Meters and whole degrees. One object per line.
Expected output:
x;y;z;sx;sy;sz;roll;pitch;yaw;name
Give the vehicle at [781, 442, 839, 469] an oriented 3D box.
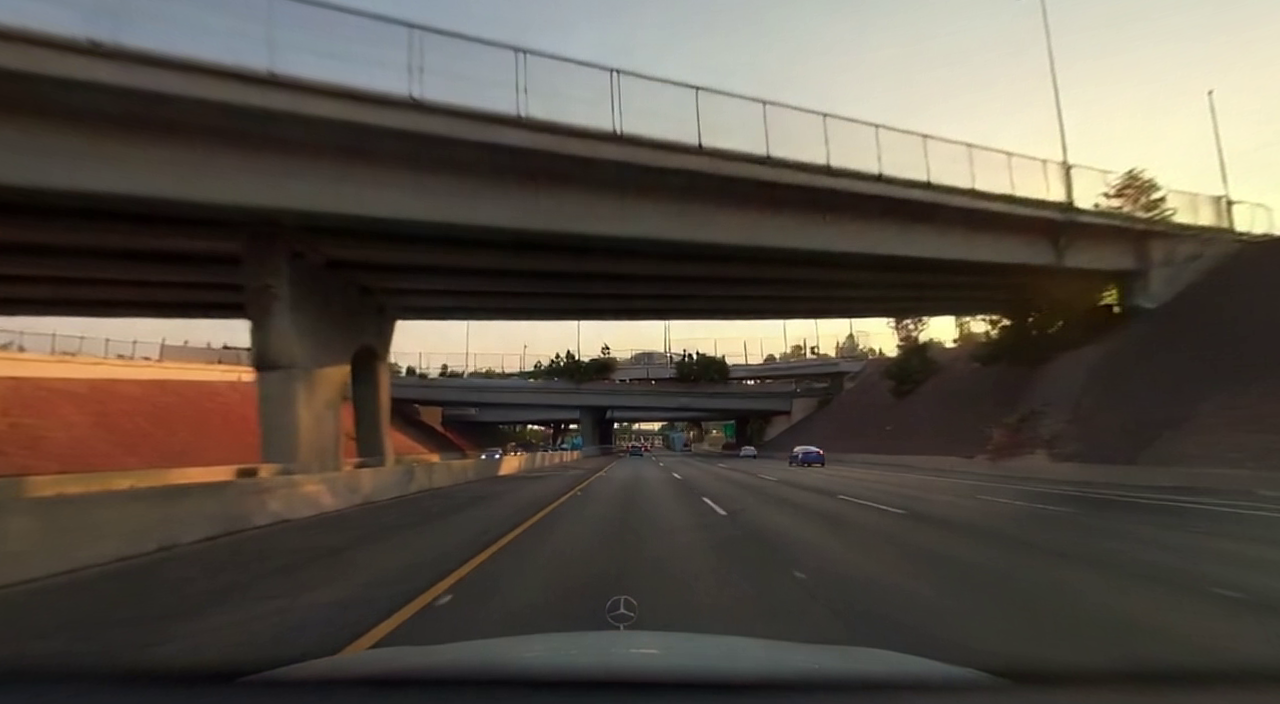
10.541;6.450;39.579;2.024;1.481;4.747;1;-8;-4;vehicle
